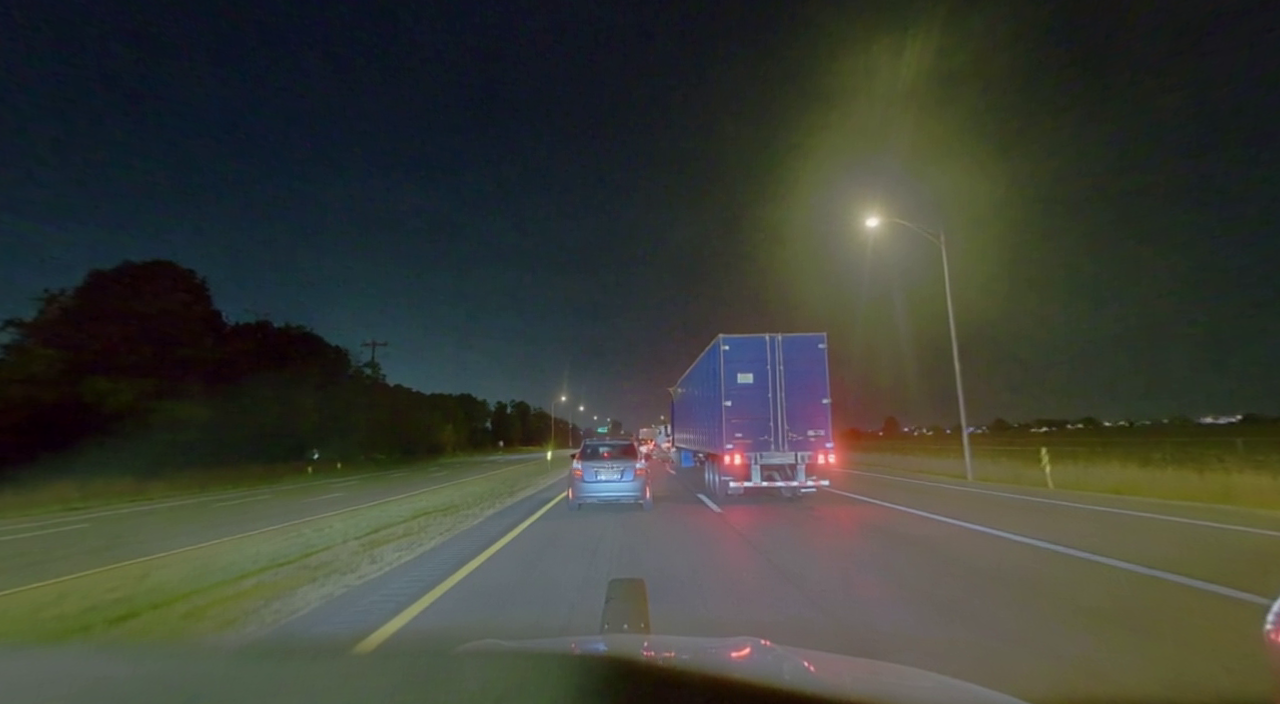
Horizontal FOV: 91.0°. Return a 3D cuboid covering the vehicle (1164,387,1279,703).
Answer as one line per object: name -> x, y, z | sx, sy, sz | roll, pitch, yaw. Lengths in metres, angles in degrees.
vehicle -> 3.552, 0.630, 0.660 | 1.960, 1.515, 4.713 | 0, -8, 0

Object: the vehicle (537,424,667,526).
vehicle -> -0.600, 2.209, 11.825 | 2.009, 1.554, 4.013 | 0, -8, 0

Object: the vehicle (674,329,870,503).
vehicle -> 3.656, 2.733, 23.800 | 3.591, 4.290, 16.696 | 0, -8, -1
